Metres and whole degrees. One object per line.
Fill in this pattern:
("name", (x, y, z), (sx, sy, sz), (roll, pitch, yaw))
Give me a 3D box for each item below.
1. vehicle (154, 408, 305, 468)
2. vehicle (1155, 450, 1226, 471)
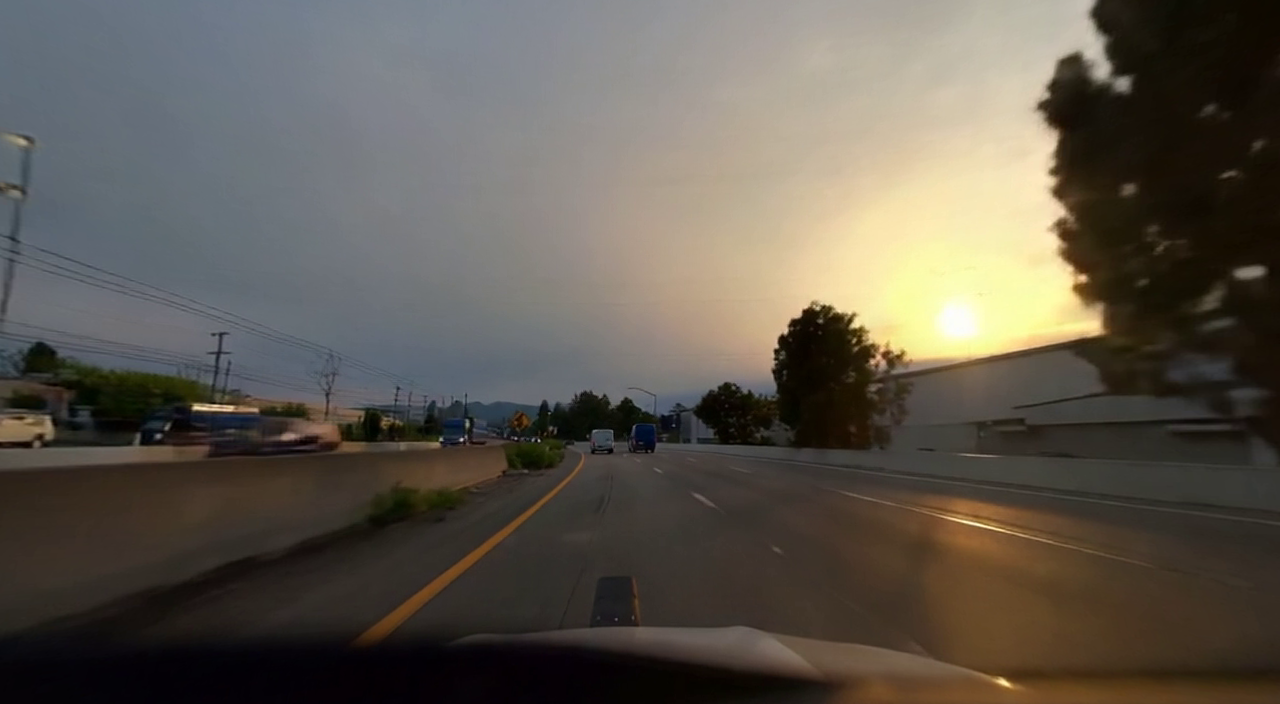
("vehicle", (-11.974, 2.562, 18.755), (1.854, 1.548, 4.141), (0, -8, -3))
("vehicle", (40.707, 8.005, 46.629), (1.717, 1.441, 3.573), (1, -8, -9))
